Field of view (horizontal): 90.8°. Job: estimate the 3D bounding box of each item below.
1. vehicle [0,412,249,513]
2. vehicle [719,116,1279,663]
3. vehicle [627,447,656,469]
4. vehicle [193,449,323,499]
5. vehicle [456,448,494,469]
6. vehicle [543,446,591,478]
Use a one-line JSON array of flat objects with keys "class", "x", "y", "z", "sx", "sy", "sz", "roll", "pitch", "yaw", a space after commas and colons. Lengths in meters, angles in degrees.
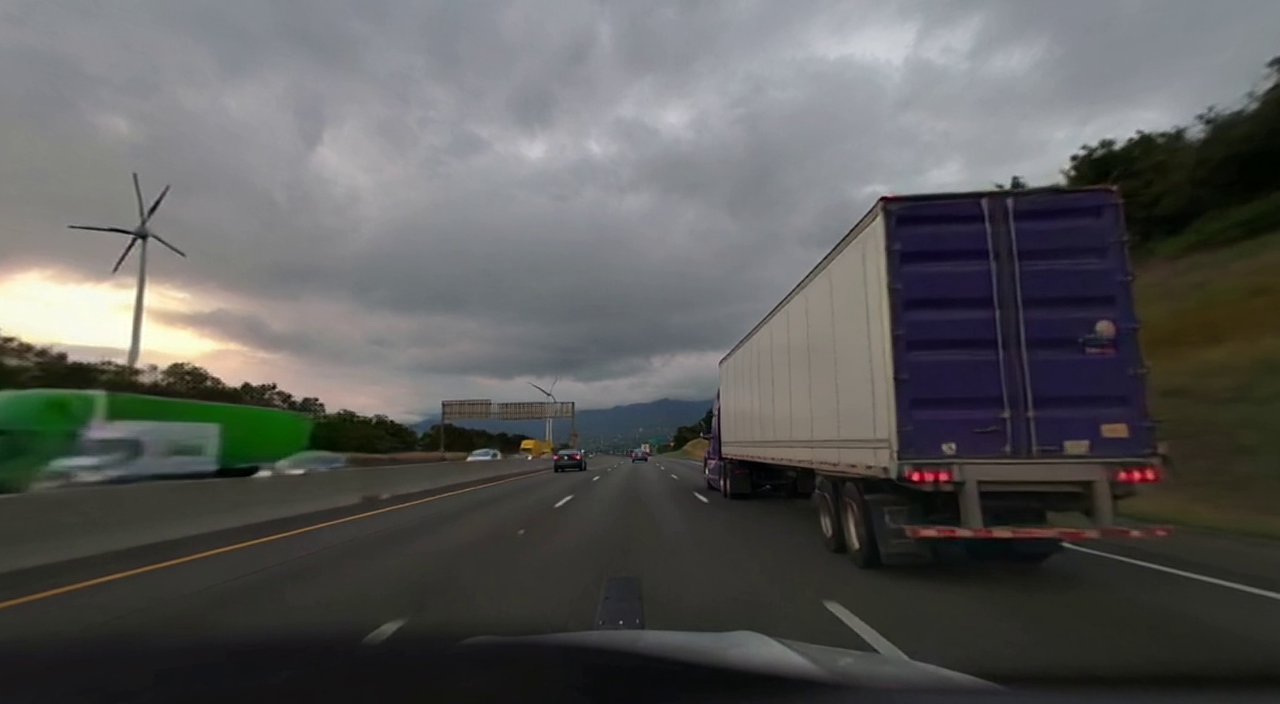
[{"class": "vehicle", "x": -15.684, "y": 3.332, "z": 19.558, "sx": 2.615, "sy": 2.529, "sz": 6.897, "roll": 0, "pitch": -9, "yaw": 0}, {"class": "vehicle", "x": 3.849, "y": 1.161, "z": 11.307, "sx": 2.947, "sy": 3.989, "sz": 13.568, "roll": 0, "pitch": -9, "yaw": -1}, {"class": "vehicle", "x": 0.078, "y": 7.442, "z": 44.278, "sx": 1.931, "sy": 1.453, "sz": 3.695, "roll": 0, "pitch": -9, "yaw": -1}, {"class": "vehicle", "x": -11.869, "y": 3.769, "z": 19.929, "sx": 1.718, "sy": 1.398, "sz": 3.703, "roll": 0, "pitch": -9, "yaw": 1}, {"class": "vehicle", "x": -12.021, "y": 7.765, "z": 46.162, "sx": 1.780, "sy": 1.383, "sz": 3.624, "roll": 0, "pitch": -9, "yaw": 1}, {"class": "vehicle", "x": -3.694, "y": 5.645, "z": 32.571, "sx": 1.952, "sy": 1.521, "sz": 4.095, "roll": 0, "pitch": -9, "yaw": 1}]
